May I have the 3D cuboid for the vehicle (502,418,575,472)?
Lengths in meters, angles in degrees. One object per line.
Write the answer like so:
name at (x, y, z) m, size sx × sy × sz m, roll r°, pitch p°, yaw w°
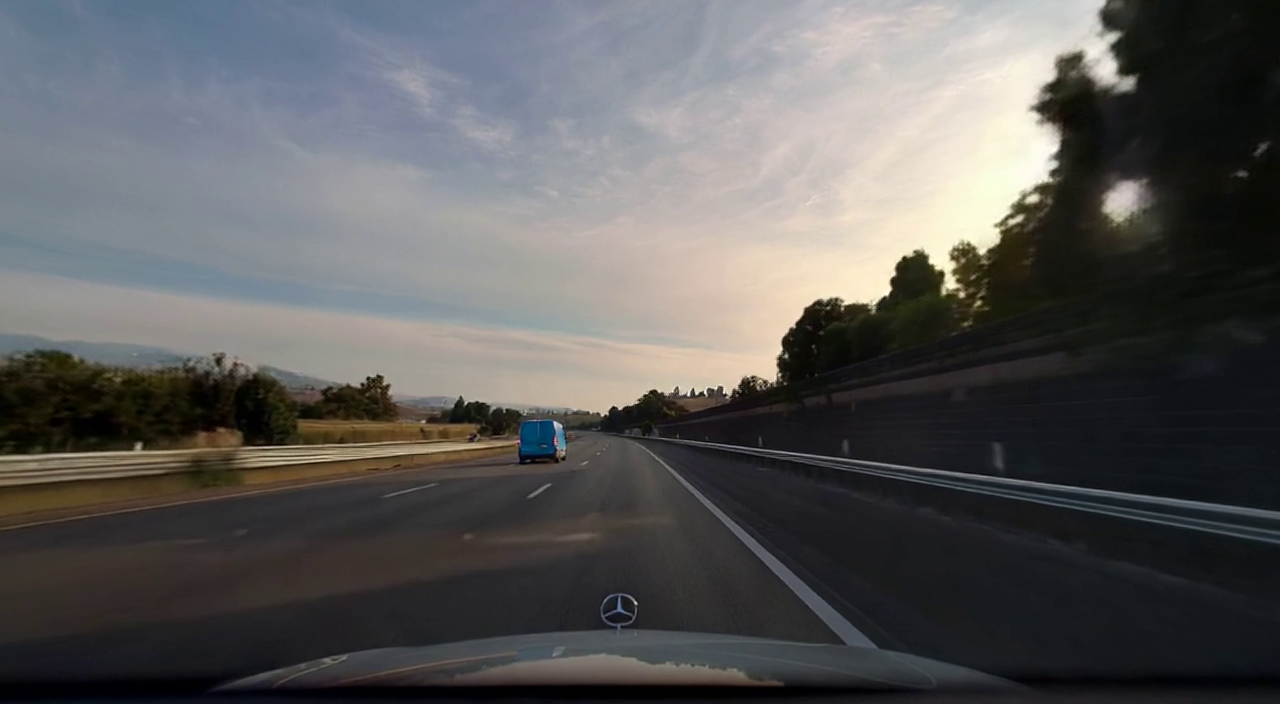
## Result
vehicle at (-4.195, 3.949, 26.897) m, size 2.309 × 2.053 × 4.884 m, roll 0°, pitch -8°, yaw 0°
